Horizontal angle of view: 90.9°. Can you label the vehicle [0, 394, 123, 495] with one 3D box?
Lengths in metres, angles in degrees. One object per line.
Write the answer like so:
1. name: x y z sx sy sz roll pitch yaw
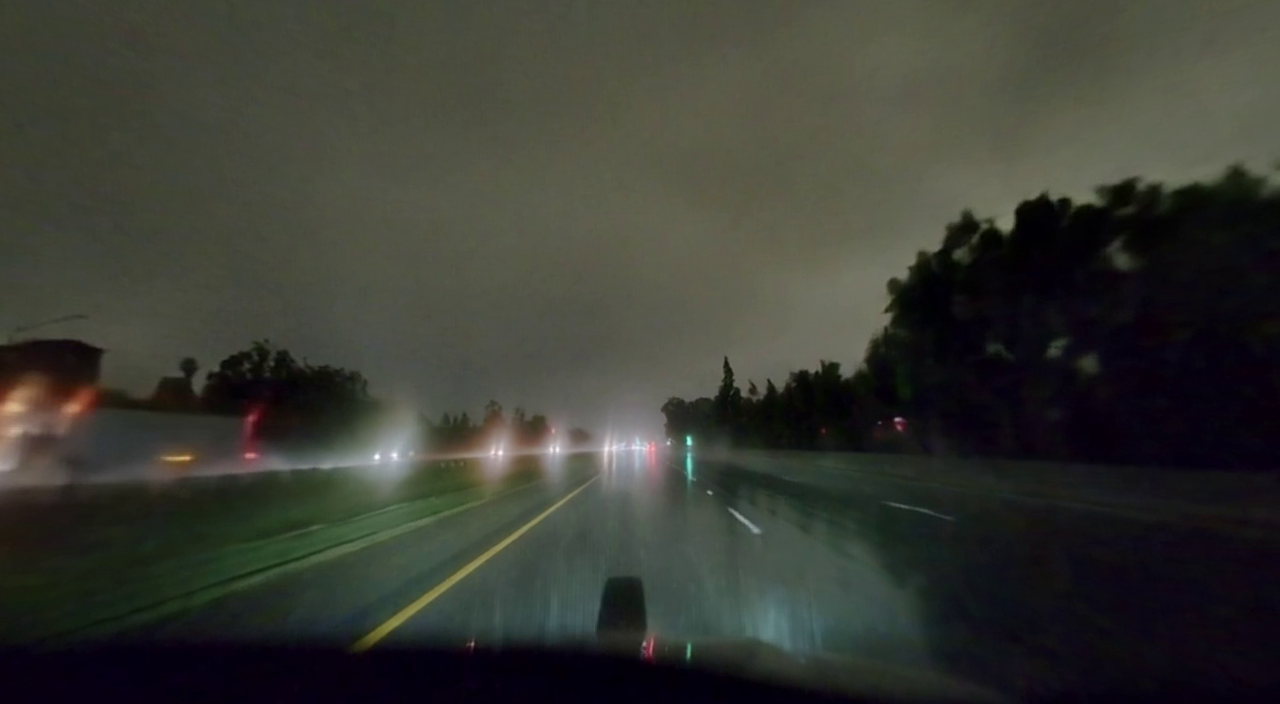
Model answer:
1. vehicle: -28.603 4.279 29.111 2.959 4.243 7.308 0 -8 1
